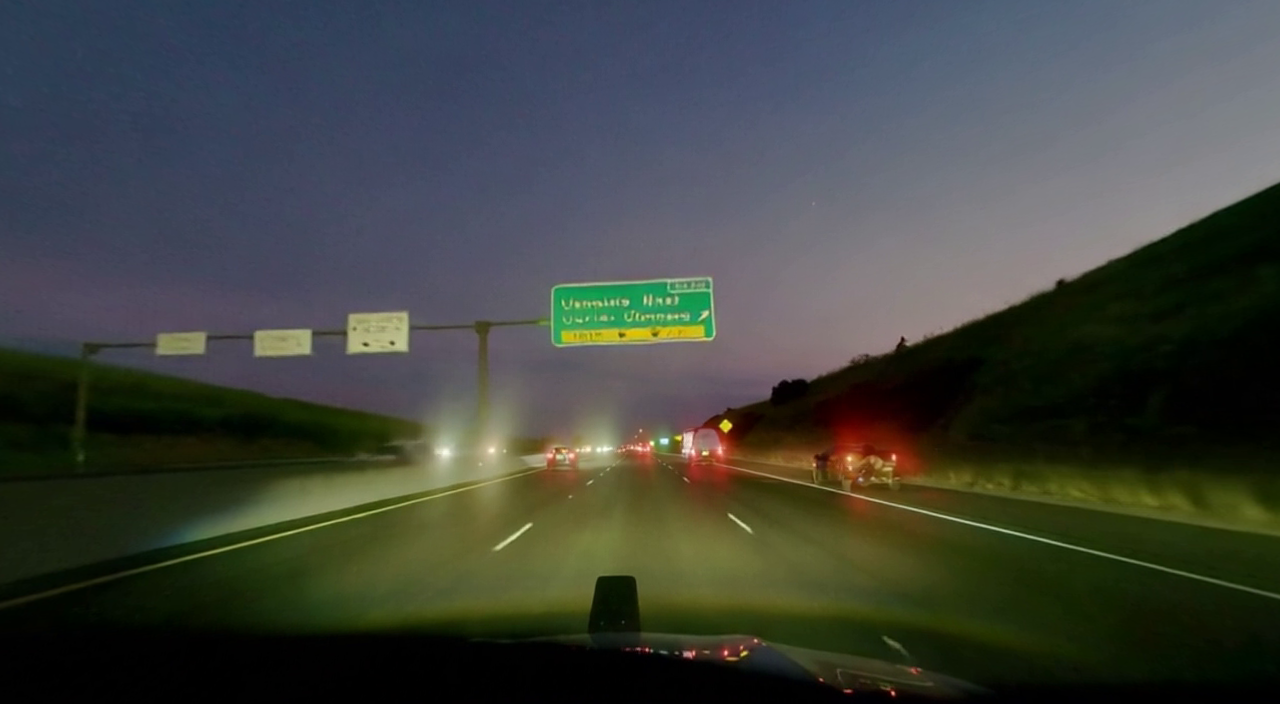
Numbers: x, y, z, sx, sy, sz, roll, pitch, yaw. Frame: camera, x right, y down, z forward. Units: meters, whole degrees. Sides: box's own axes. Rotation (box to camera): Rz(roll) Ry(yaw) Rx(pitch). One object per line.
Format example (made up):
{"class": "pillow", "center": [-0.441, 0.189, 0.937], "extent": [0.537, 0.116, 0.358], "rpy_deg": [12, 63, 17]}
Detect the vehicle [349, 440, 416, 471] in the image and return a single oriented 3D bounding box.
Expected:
{"class": "vehicle", "center": [-12.331, 4.975, 30.458], "extent": [1.668, 1.382, 3.740], "rpy_deg": [0, -9, 0]}

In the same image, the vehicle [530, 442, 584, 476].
{"class": "vehicle", "center": [-4.029, 5.327, 31.477], "extent": [2.054, 1.529, 4.368], "rpy_deg": [0, -9, 1]}

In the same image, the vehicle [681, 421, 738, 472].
{"class": "vehicle", "center": [3.766, 5.314, 35.367], "extent": [2.361, 2.636, 5.684], "rpy_deg": [0, -9, -1]}
